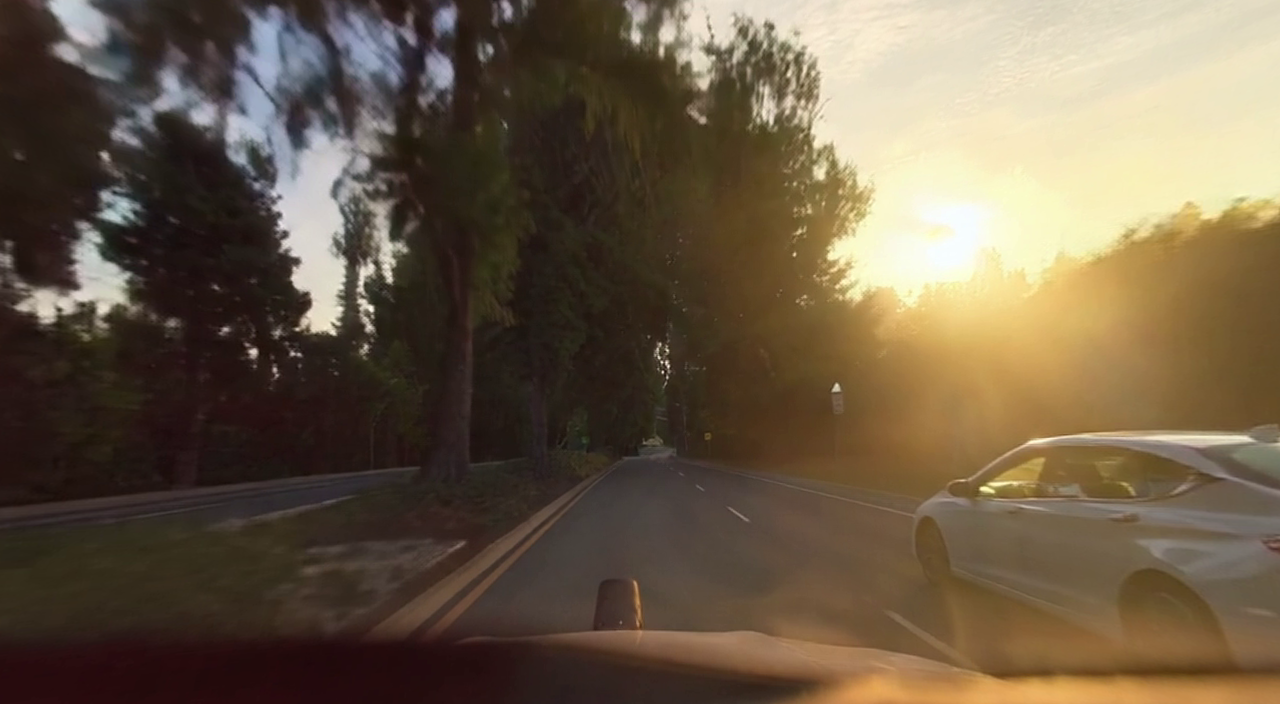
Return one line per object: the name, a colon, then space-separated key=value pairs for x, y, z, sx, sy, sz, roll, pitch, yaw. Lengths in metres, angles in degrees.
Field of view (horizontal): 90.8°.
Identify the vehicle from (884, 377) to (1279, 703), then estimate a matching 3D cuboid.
vehicle: x=3.604 y=1.162 z=4.293 sx=2.060 sy=1.584 sz=4.592 roll=0 pitch=-9 yaw=0
